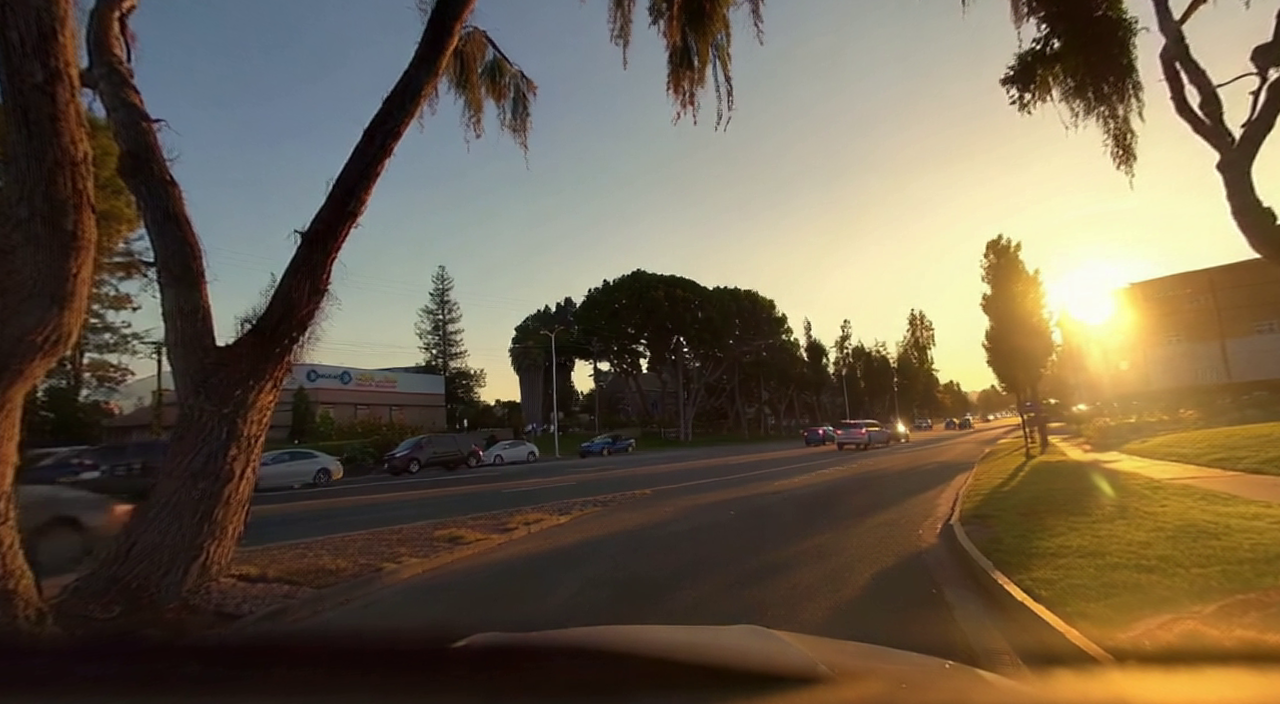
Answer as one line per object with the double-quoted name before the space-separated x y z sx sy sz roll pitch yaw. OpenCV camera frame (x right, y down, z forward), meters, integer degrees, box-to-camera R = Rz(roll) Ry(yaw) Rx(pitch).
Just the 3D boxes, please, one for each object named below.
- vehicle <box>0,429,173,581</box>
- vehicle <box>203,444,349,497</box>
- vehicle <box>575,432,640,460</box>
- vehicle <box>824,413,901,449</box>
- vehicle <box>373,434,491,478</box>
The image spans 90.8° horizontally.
"vehicle" -7.687 1.527 6.230 1.984 1.482 4.482 -8 -11 38
"vehicle" -13.757 4.421 24.110 1.904 1.719 4.326 -5 -9 35
"vehicle" -2.032 6.130 41.496 1.926 1.691 4.646 -5 -9 32
"vehicle" 13.606 4.836 38.481 2.517 1.936 4.748 -11 -13 43
"vehicle" -9.834 4.903 30.229 2.134 1.924 4.911 -6 -10 39
